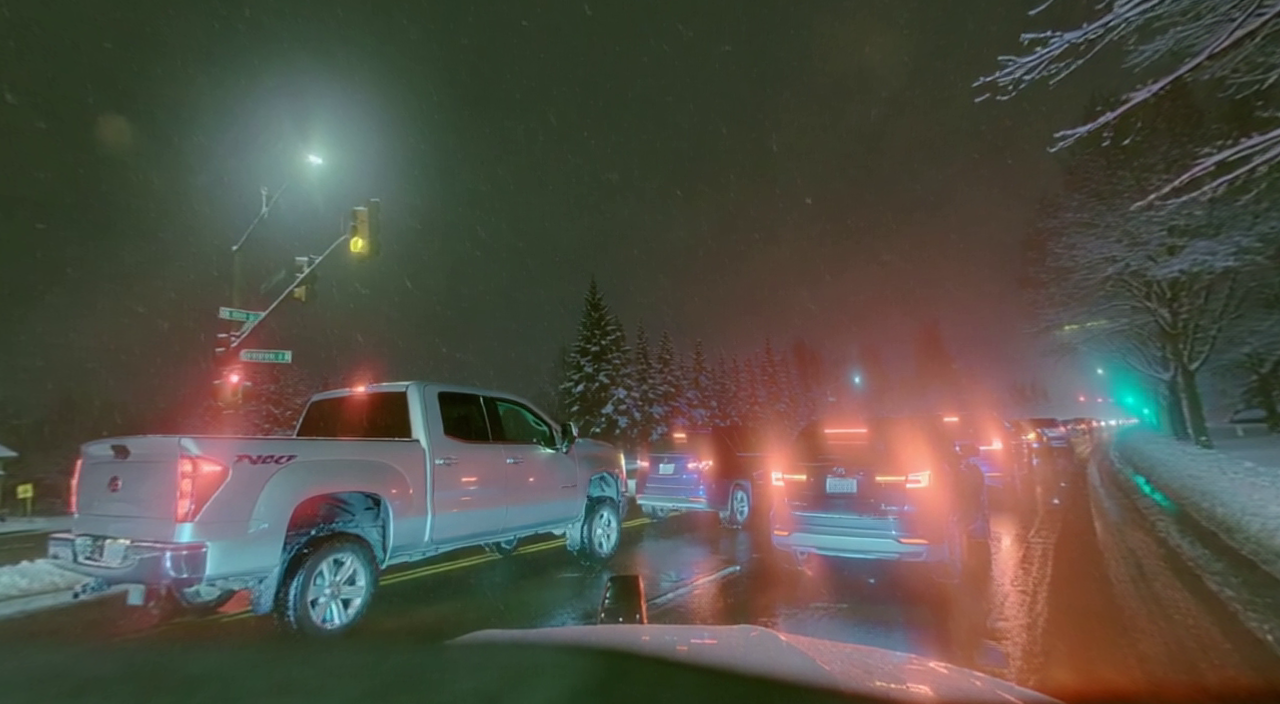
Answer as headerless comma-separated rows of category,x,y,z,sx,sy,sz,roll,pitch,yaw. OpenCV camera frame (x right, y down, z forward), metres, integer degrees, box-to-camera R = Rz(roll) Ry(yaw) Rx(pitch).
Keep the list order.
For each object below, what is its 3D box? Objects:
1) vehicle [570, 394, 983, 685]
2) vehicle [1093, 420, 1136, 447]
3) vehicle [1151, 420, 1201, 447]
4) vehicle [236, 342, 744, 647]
vehicle,1.715,1.379,5.987,2.027,1.549,4.801,-6,-10,35
vehicle,32.793,5.678,43.726,2.160,1.790,4.303,-6,-10,35
vehicle,35.764,5.488,42.193,2.183,1.714,4.491,-6,-11,37
vehicle,-0.869,1.401,7.471,2.272,2.016,6.146,-4,-10,27
